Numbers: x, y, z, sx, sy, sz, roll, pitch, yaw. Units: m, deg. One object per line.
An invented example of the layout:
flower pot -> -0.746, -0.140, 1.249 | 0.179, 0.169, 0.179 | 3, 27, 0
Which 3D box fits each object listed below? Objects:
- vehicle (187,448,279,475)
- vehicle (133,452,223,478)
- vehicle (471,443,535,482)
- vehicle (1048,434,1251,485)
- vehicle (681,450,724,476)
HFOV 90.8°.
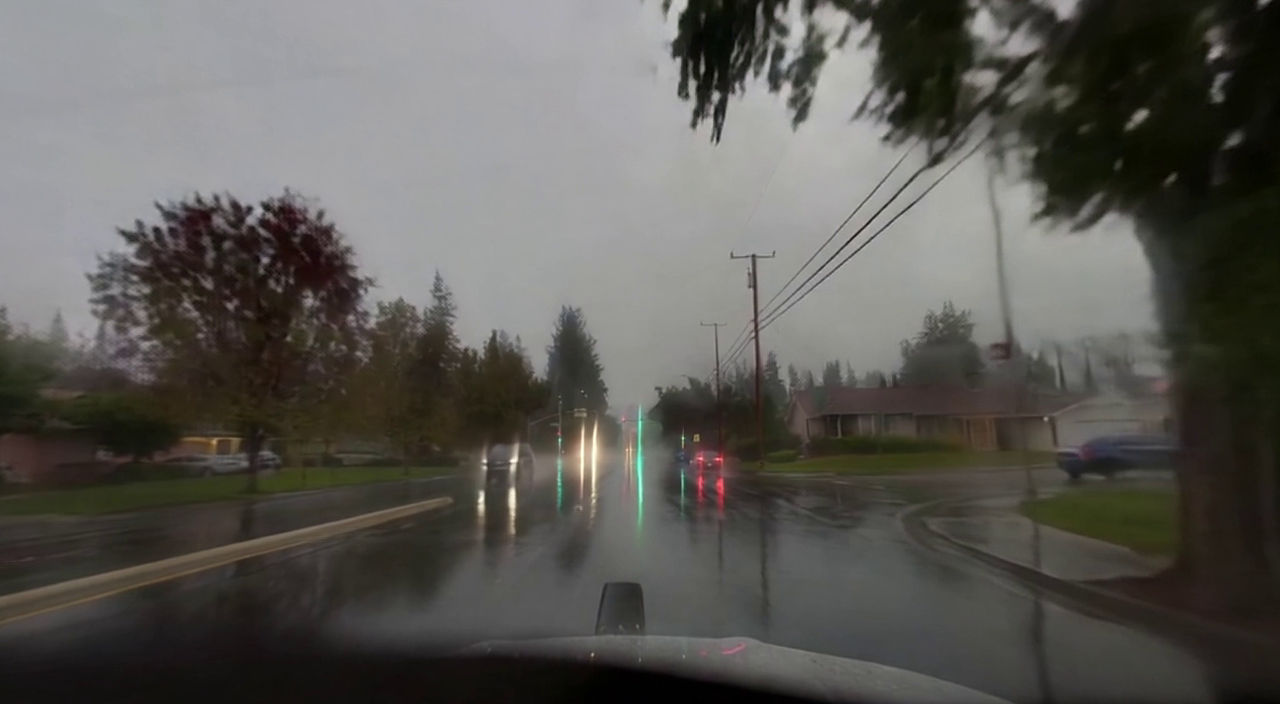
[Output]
vehicle -> -28.581, 7.688, 44.480 | 4.750, 1.845, 2.382 | 0, -9, -1
vehicle -> -28.352, 6.965, 38.892 | 1.780, 1.467, 3.992 | -2, -10, 21
vehicle -> -6.771, 5.515, 31.748 | 2.092, 1.810, 4.882 | 0, -9, 0
vehicle -> 15.760, 3.338, 19.741 | 4.628, 1.484, 1.946 | 0, -9, -1
vehicle -> 3.756, 6.733, 38.626 | 2.031, 1.500, 4.590 | 0, -9, -1
